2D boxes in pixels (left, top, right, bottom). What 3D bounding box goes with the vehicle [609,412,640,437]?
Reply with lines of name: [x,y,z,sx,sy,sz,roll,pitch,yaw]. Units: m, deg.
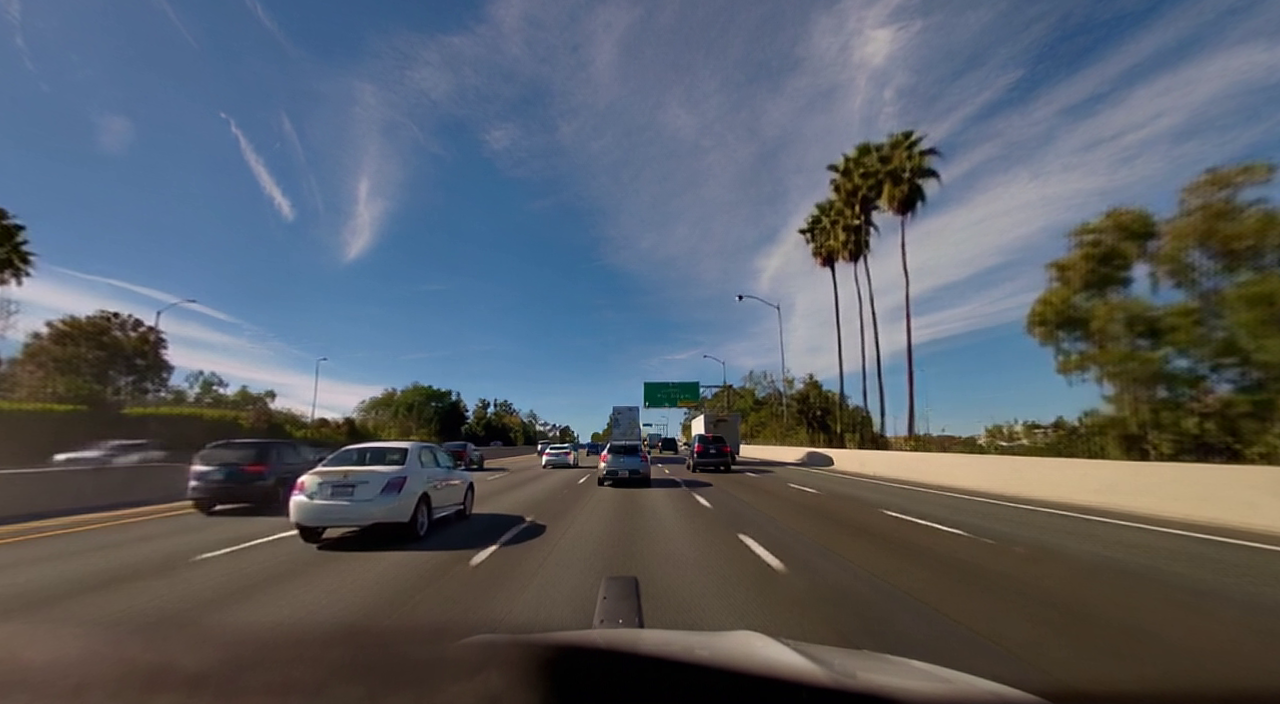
vehicle: [-1.145,5.513,47.466,2.206,1.803,4.569,0,-8,-1]

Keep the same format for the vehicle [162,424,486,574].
vehicle: [-3.710,1.792,8.567,2.064,1.475,4.489,0,-8,0]

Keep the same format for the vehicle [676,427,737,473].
vehicle: [2.891,4.394,28.339,2.173,1.870,4.499,0,-8,-1]

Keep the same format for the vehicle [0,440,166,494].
vehicle: [-20.645,4.163,23.352,2.213,1.741,5.092,0,-8,-2]

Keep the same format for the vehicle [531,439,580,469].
vehicle: [-4.254,5.228,32.406,1.998,1.423,4.436,0,-8,-1]

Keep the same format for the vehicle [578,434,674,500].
vehicle: [-0.304,2.871,16.128,2.136,1.470,3.971,0,-8,0]
